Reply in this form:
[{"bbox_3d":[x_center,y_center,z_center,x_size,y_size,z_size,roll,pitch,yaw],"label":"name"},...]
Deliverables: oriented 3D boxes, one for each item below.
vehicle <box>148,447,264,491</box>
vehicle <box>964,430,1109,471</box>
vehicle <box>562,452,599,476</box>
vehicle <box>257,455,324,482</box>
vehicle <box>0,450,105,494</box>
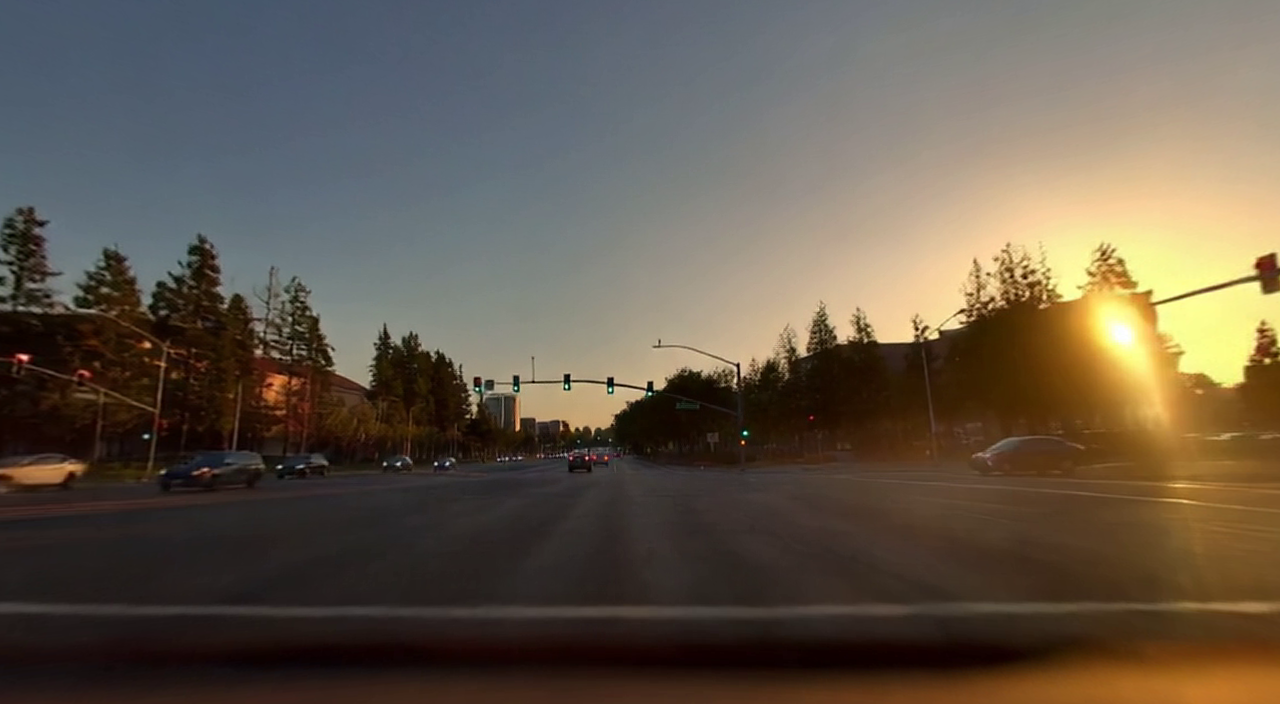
[{"bbox_3d":[-18.370,4.935,27.053,1.864,1.678,4.288,0,-8,1],"label":"vehicle"},{"bbox_3d":[17.923,4.465,28.761,5.003,1.786,2.369,0,-8,-2],"label":"vehicle"},{"bbox_3d":[-3.968,7.508,42.615,2.073,1.445,4.151,0,-8,0],"label":"vehicle"},{"bbox_3d":[-21.745,7.252,39.469,1.945,1.466,3.809,0,-8,0],"label":"vehicle"},{"bbox_3d":[-25.408,4.982,26.626,1.877,1.640,4.337,0,-8,0],"label":"vehicle"}]
